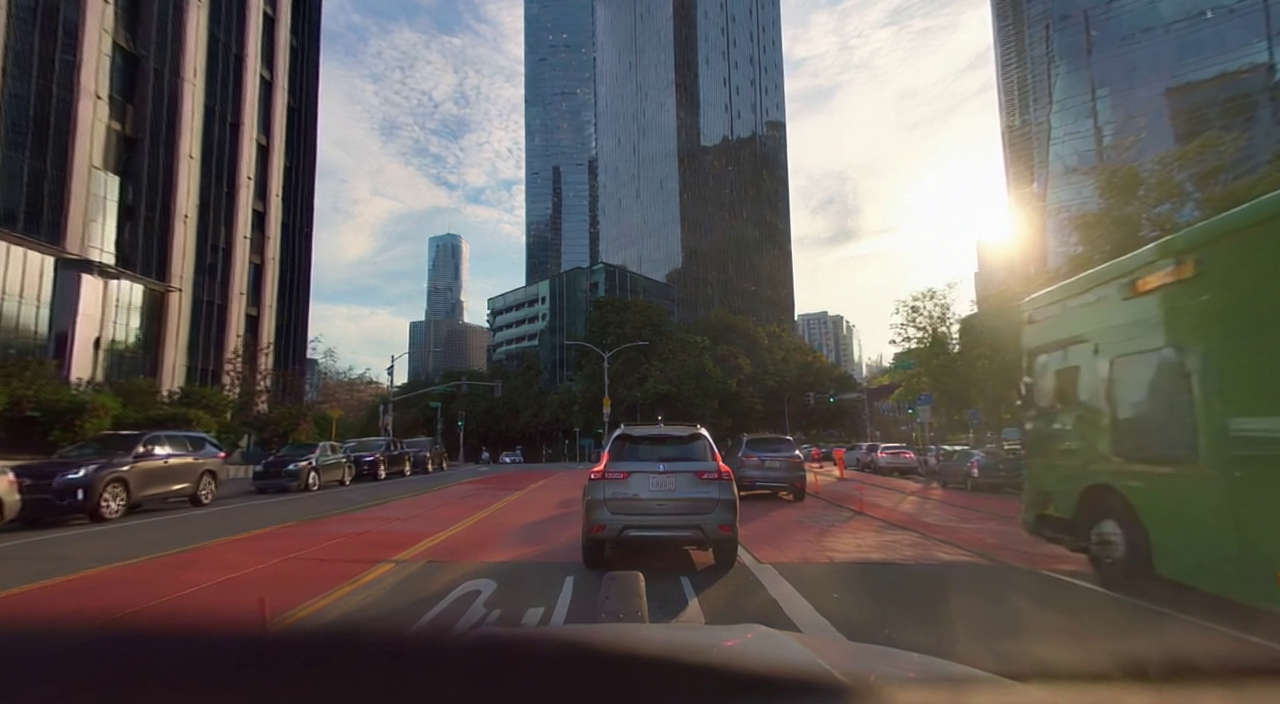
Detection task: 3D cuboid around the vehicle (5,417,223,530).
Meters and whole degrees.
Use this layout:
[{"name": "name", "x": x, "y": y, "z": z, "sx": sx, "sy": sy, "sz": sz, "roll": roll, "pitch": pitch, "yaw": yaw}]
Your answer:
[{"name": "vehicle", "x": -10.325, "y": 2.370, "z": 12.798, "sx": 1.543, "sy": 1.946, "sz": 3.454, "roll": 1, "pitch": -8, "yaw": -5}]

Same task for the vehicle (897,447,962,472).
[{"name": "vehicle", "x": 22.498, "y": 8.344, "z": 49.182, "sx": 4.211, "sy": 1.820, "sz": 2.094, "roll": -6, "pitch": -10, "yaw": 33}]

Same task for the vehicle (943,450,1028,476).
[{"name": "vehicle", "x": 24.157, "y": 7.723, "z": 44.217, "sx": 4.956, "sy": 1.706, "sz": 1.822, "roll": -6, "pitch": -10, "yaw": 34}]

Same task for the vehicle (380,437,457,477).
[{"name": "vehicle", "x": -11.646, "y": 5.552, "z": 33.714, "sx": 2.338, "sy": 1.963, "sz": 5.740, "roll": 0, "pitch": -8, "yaw": -3}]

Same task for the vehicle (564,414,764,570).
[{"name": "vehicle", "x": 0.327, "y": 1.844, "z": 9.085, "sx": 2.192, "sy": 1.695, "sz": 4.142, "roll": 0, "pitch": -8, "yaw": 2}]

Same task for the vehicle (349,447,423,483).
[{"name": "vehicle", "x": -11.221, "y": 4.986, "z": 28.193, "sx": 1.791, "sy": 1.463, "sz": 4.210, "roll": 0, "pitch": -8, "yaw": -4}]

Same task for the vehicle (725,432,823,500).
[{"name": "vehicle", "x": 3.878, "y": 3.392, "z": 19.217, "sx": 2.143, "sy": 1.793, "sz": 4.763, "roll": 0, "pitch": -8, "yaw": 3}]

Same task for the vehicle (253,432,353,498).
[{"name": "vehicle", "x": -10.954, "y": 3.658, "z": 20.810, "sx": 1.559, "sy": 1.973, "sz": 3.419, "roll": 1, "pitch": -8, "yaw": -4}]

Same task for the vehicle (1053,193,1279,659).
[{"name": "vehicle", "x": 5.792, "y": 0.280, "z": 2.733, "sx": 3.113, "sy": 3.116, "sz": 7.650, "roll": -1, "pitch": -8, "yaw": 3}]
